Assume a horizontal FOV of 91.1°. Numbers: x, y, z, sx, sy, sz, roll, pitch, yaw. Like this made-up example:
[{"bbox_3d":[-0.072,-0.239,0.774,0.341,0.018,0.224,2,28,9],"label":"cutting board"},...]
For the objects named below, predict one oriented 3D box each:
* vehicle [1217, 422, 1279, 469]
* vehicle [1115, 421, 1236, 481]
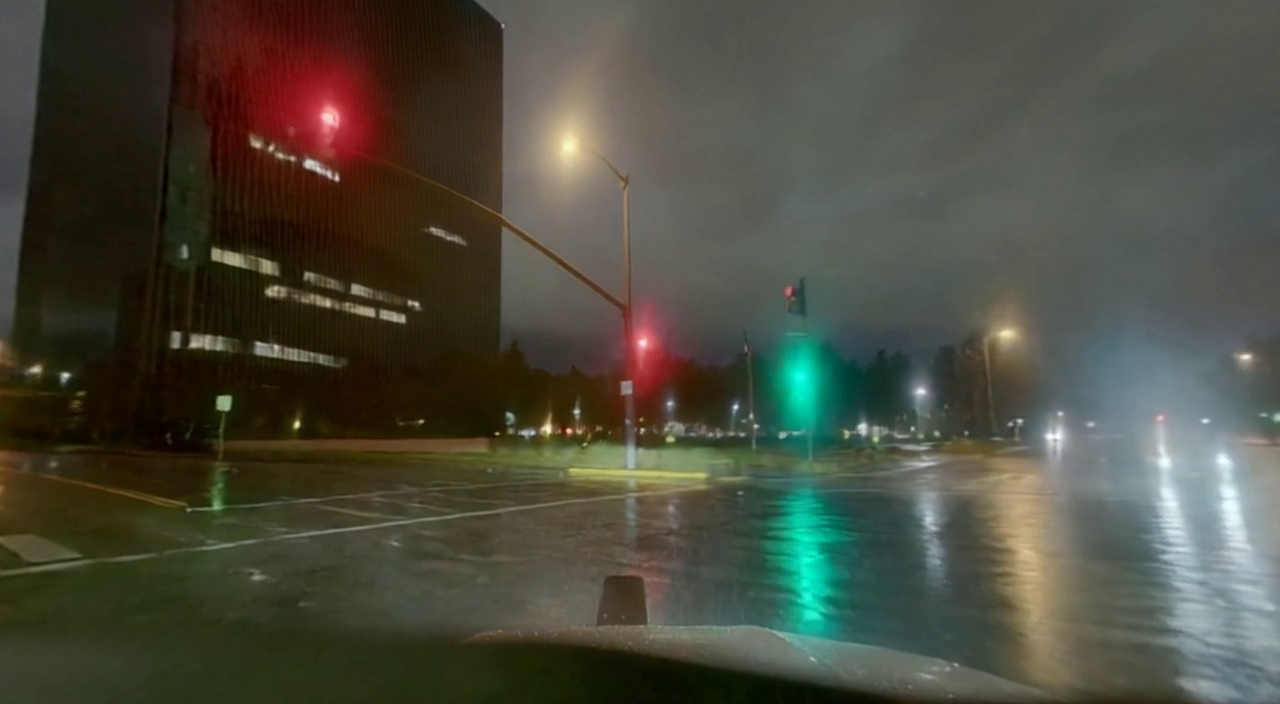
[{"bbox_3d":[21.470,3.166,21.288,1.973,1.456,4.287,-6,-10,32],"label":"vehicle"},{"bbox_3d":[15.467,2.881,18.407,2.068,1.486,4.664,-6,-10,33],"label":"vehicle"}]
